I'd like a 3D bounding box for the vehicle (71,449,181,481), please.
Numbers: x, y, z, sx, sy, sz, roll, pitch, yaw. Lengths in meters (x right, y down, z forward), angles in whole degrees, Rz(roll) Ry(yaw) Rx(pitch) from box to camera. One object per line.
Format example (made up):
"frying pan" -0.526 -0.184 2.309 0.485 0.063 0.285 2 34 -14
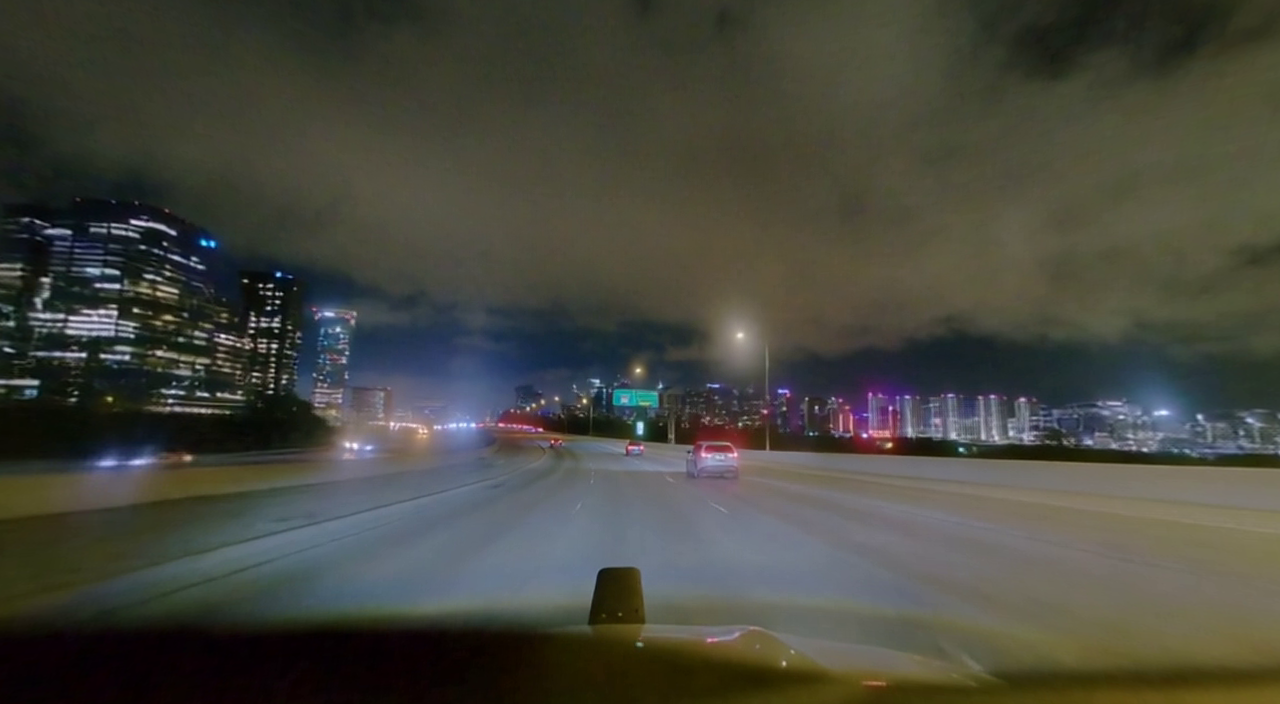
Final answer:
"vehicle" -25.797 5.659 31.978 1.886 1.430 4.564 0 -9 -3

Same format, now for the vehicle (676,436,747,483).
"vehicle" 2.852 4.439 26.383 2.110 1.780 4.682 0 -9 -4
